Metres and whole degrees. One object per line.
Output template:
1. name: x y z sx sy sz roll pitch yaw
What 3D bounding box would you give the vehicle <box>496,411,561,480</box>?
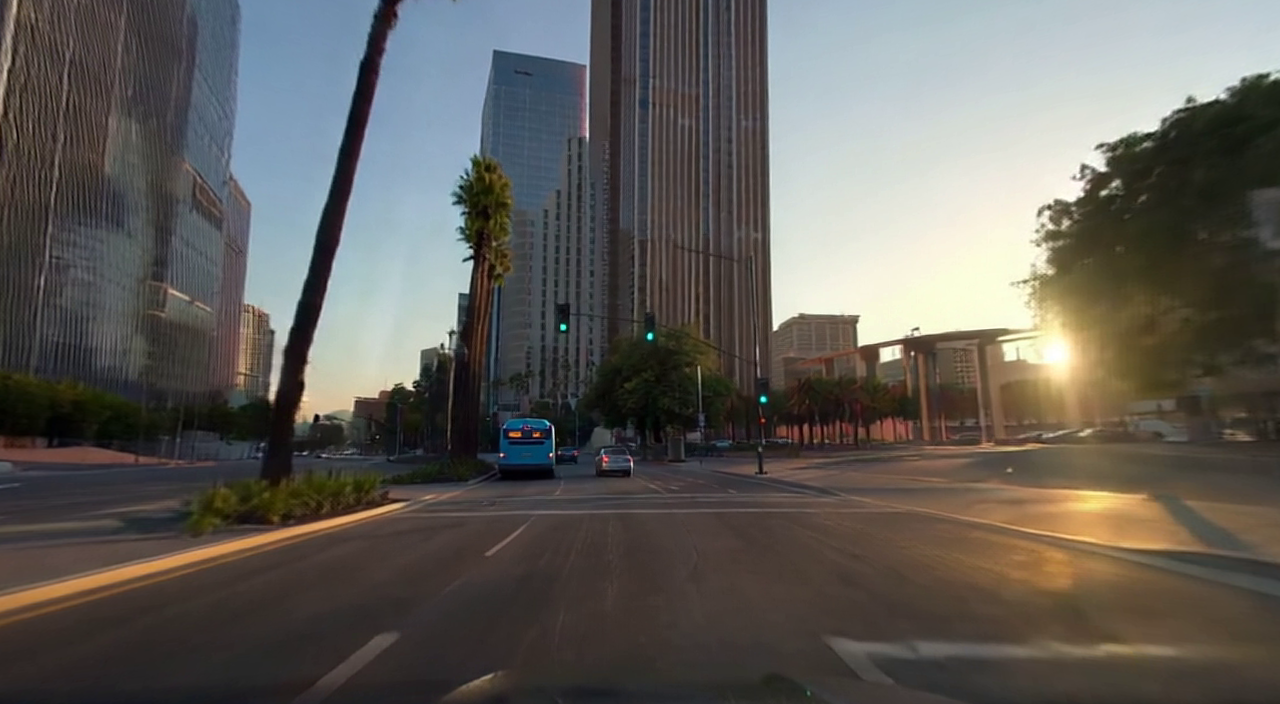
1. vehicle: -5.501 4.808 32.397 2.678 3.042 8.474 1 -8 -6

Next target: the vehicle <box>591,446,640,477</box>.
1. vehicle: -1.328 5.546 32.283 2.107 1.481 4.097 1 -9 -7
